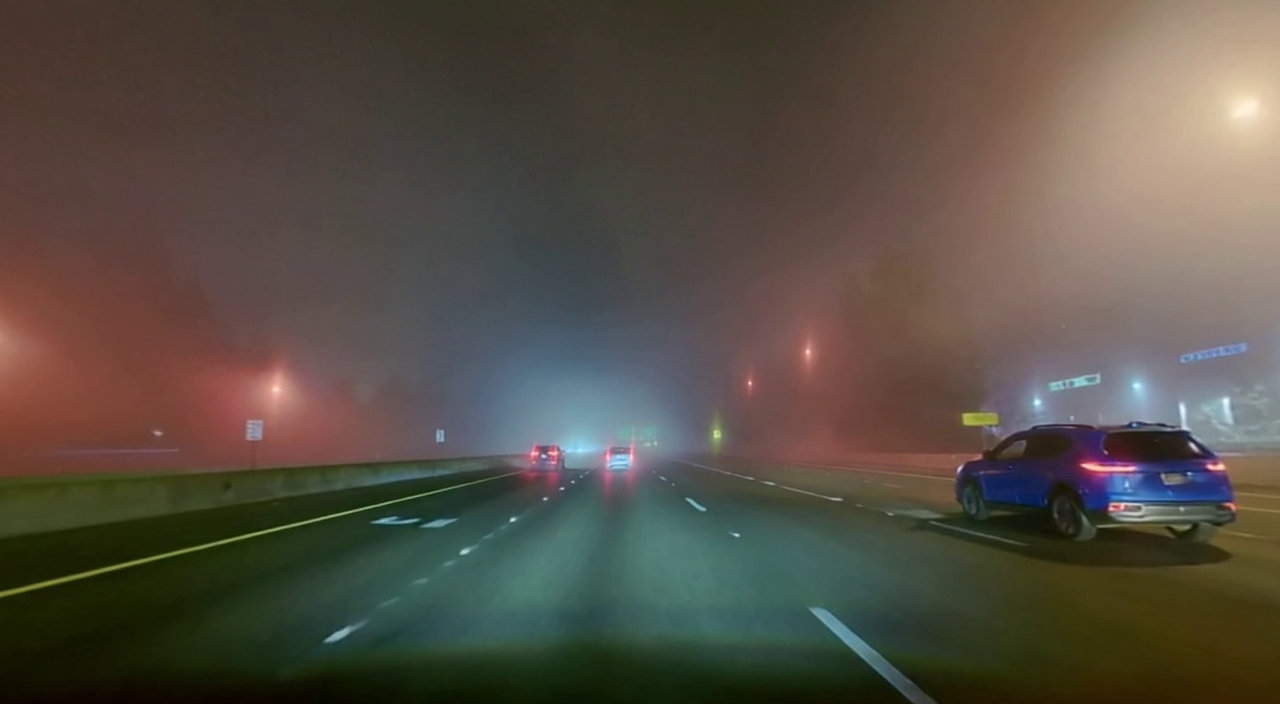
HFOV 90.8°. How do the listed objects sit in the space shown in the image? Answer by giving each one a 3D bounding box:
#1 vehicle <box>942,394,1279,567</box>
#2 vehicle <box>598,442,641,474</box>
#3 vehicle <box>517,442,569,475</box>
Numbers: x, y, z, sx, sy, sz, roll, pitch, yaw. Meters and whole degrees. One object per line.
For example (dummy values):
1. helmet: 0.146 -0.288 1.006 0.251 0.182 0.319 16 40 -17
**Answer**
1. vehicle: 6.612 1.698 9.077 2.028 1.801 4.741 0 -9 -2
2. vehicle: -1.047 5.342 31.975 1.997 1.485 4.094 0 -9 -2
3. vehicle: -4.689 5.210 31.205 1.886 1.465 4.625 0 -9 -1
